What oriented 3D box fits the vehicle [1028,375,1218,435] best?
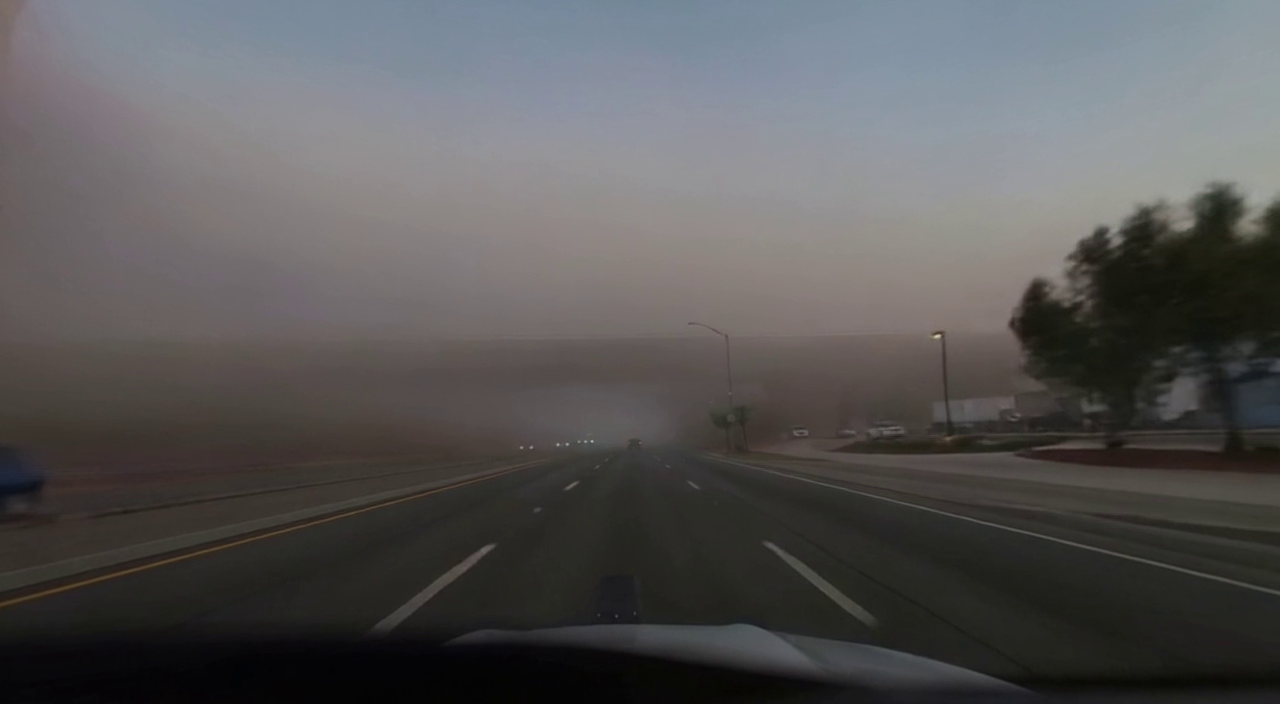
[{"bbox_3d":[33.087,3.999,44.341,2.930,3.454,12.572,-3,-8,-2],"label":"vehicle"}]
